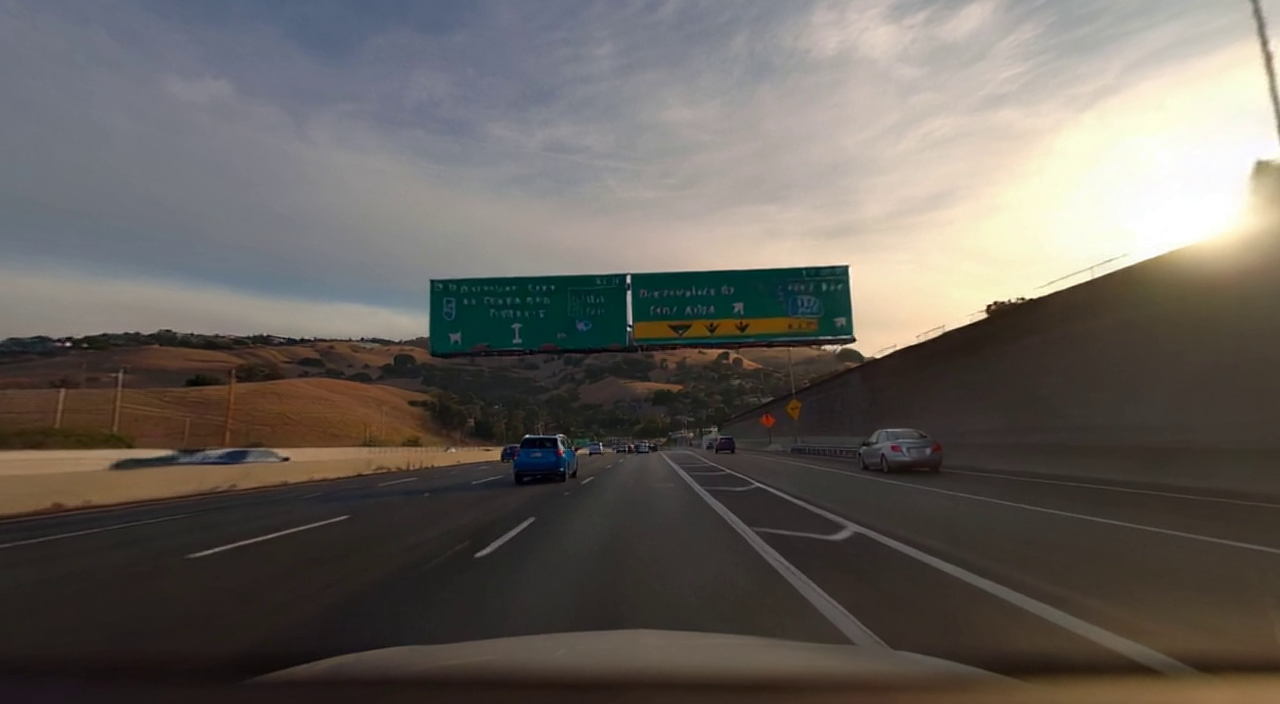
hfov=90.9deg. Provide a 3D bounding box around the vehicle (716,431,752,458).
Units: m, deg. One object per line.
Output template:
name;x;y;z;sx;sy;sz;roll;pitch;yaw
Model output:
vehicle;6.860;6.828;46.629;2.172;1.824;5.031;-1;-8;3

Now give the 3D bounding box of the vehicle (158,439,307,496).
vehicle;-13.987;3.952;22.081;2.049;1.707;4.743;-1;-8;0

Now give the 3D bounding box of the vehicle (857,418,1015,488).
vehicle;7.912;2.751;17.485;2.122;1.646;4.491;-1;-8;-1

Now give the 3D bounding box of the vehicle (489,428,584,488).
vehicle;-3.297;3.514;21.249;2.210;1.730;5.133;-1;-8;1
